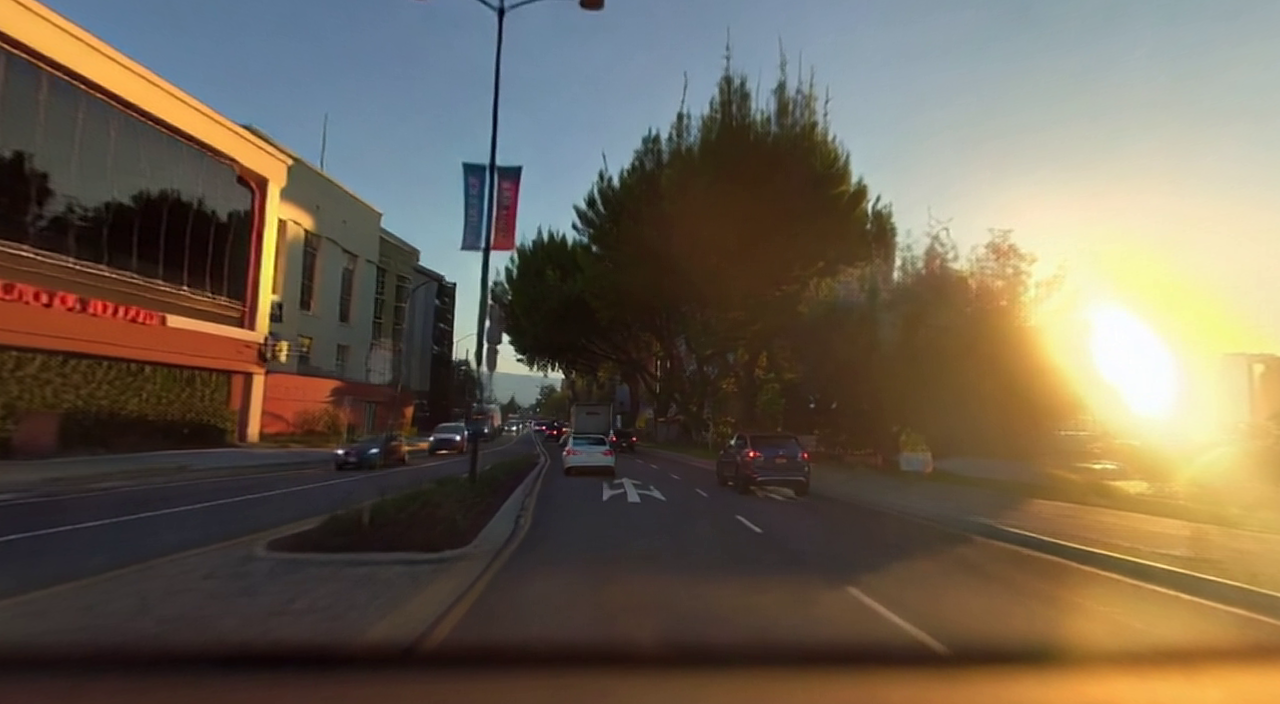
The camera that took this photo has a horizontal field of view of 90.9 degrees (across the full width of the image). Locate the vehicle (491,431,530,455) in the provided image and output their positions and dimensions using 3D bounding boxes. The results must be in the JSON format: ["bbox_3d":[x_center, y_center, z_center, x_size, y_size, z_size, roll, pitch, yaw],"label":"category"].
[{"bbox_3d":[-8.689,6.123,42.643,2.026,1.520,4.475,1,-8,-5],"label":"vehicle"}]

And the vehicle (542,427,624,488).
[{"bbox_3d":[-1.614,2.831,17.272,1.991,1.472,3.518,1,-8,-7],"label":"vehicle"}]

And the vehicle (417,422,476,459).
[{"bbox_3d":[-11.319,5.208,37.233,2.165,1.966,5.251,1,-8,-4],"label":"vehicle"}]

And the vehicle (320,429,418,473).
[{"bbox_3d":[-10.077,3.701,23.833,1.993,1.482,4.420,1,-8,-4],"label":"vehicle"}]

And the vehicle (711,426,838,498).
[{"bbox_3d":[3.044,2.568,15.158,1.889,1.480,3.876,1,-8,-5],"label":"vehicle"}]
